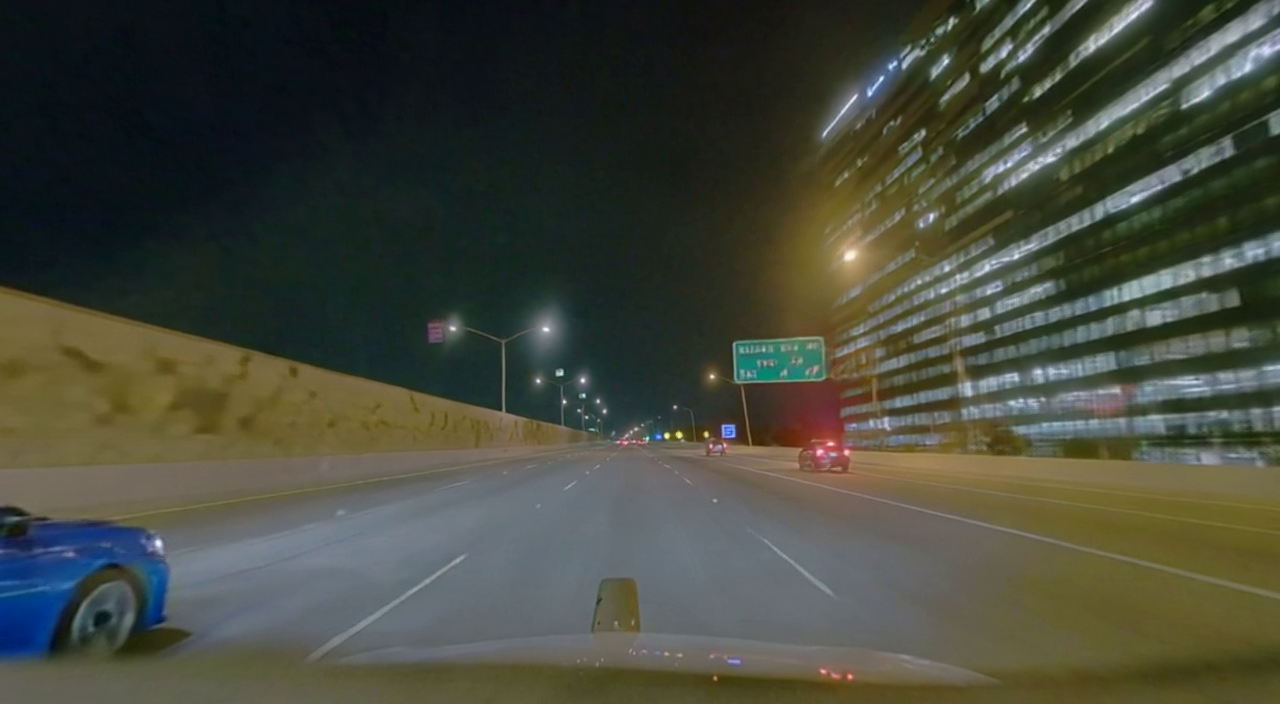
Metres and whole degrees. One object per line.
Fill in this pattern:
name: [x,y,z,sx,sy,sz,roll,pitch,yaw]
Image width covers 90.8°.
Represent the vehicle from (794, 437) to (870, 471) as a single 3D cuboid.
vehicle: [10.003,5.343,33.408,2.165,1.636,5.175,0,-8,-3]
